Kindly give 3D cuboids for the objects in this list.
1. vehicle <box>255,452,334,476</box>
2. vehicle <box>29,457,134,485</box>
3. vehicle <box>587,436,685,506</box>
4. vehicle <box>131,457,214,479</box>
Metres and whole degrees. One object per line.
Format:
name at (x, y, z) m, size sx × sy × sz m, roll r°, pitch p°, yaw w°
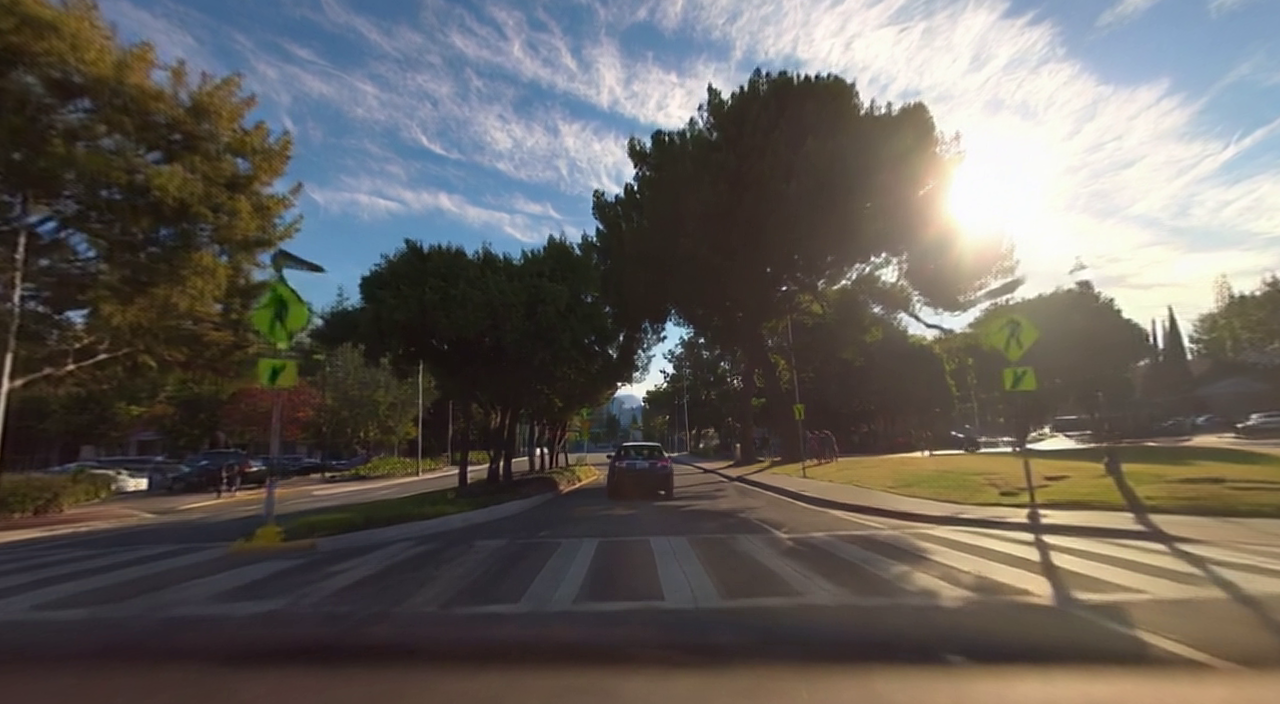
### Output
vehicle at (-23.016, 7.456, 42.162) m, size 4.038 × 1.531 × 2.015 m, roll 1°, pitch -9°, yaw -3°
vehicle at (-35.588, 7.567, 40.363) m, size 4.466 × 1.619 × 2.319 m, roll -1°, pitch -8°, yaw -1°
vehicle at (-0.150, 3.033, 16.604) m, size 2.221 × 1.570 × 4.398 m, roll 0°, pitch -8°, yaw -2°
vehicle at (-35.432, 8.818, 47.968) m, size 4.500 × 1.542 × 2.155 m, roll 0°, pitch -8°, yaw 0°
